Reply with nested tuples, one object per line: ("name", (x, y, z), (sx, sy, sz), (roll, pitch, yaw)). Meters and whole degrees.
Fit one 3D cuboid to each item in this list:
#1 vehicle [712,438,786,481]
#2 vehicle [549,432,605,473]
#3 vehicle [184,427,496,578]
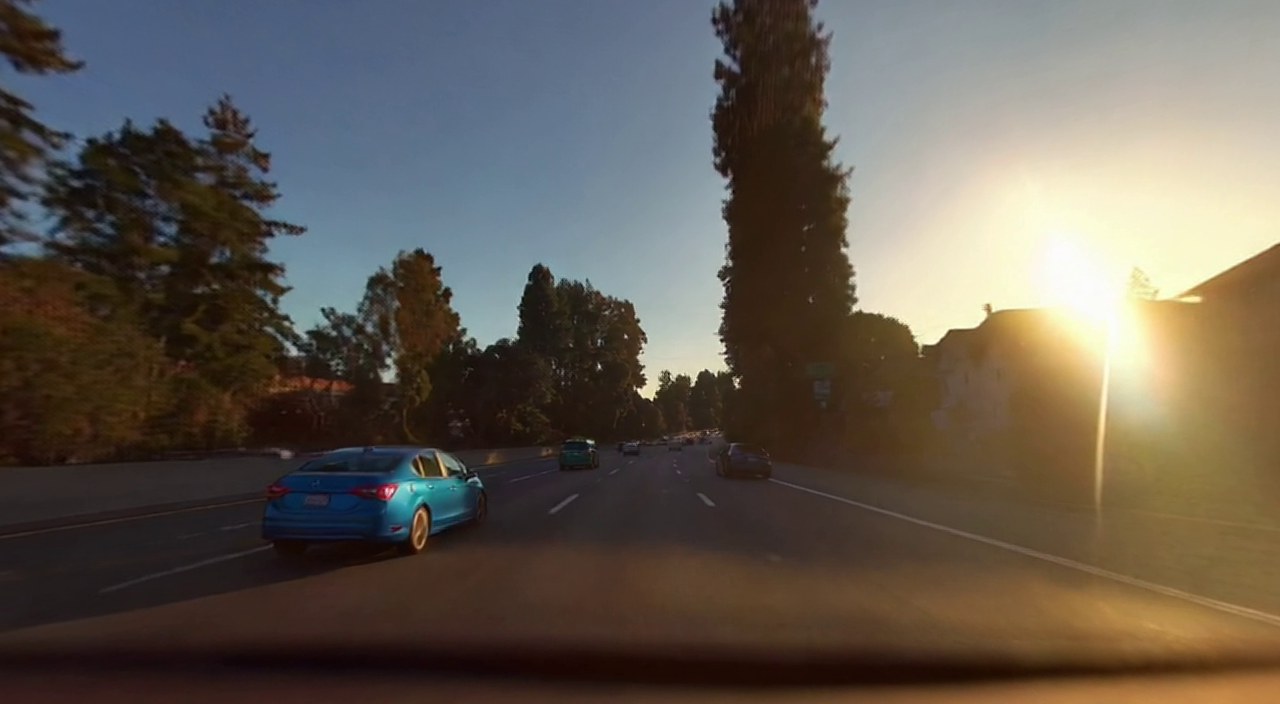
("vehicle", (4.038, 4.065, 24.130), (2.100, 1.472, 4.533), (0, -8, 1))
("vehicle", (-2.995, 4.950, 31.087), (2.122, 1.847, 4.696), (0, -8, 2))
("vehicle", (-3.481, 1.825, 8.515), (1.948, 1.475, 4.461), (0, -8, 1))
